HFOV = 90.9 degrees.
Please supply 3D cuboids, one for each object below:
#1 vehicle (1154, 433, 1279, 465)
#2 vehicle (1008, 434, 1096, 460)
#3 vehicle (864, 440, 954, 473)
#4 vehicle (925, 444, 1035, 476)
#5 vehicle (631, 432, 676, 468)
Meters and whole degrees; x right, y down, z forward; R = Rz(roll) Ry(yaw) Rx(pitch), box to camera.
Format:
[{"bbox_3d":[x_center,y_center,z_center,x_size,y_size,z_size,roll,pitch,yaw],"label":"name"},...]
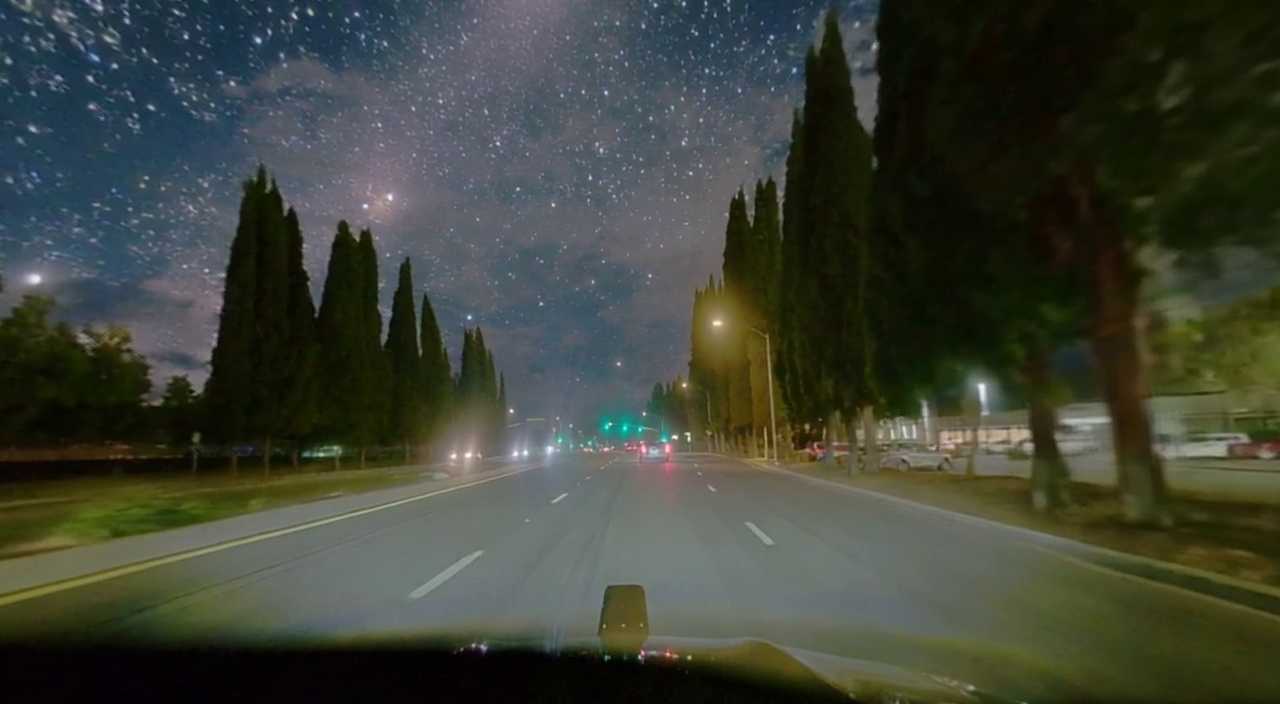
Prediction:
[{"bbox_3d":[28.803,4.831,31.411,4.576,1.490,1.896,0,-9,1],"label":"vehicle"},{"bbox_3d":[28.765,6.669,44.131,4.688,1.748,2.099,0,-9,-2],"label":"vehicle"},{"bbox_3d":[15.903,6.148,37.357,4.413,1.471,1.823,-5,-7,0],"label":"vehicle"},{"bbox_3d":[15.522,4.938,28.911,3.913,1.384,1.893,0,-9,1],"label":"vehicle"},{"bbox_3d":[0.667,4.977,31.965,2.135,1.691,3.884,0,-9,1],"label":"vehicle"}]
